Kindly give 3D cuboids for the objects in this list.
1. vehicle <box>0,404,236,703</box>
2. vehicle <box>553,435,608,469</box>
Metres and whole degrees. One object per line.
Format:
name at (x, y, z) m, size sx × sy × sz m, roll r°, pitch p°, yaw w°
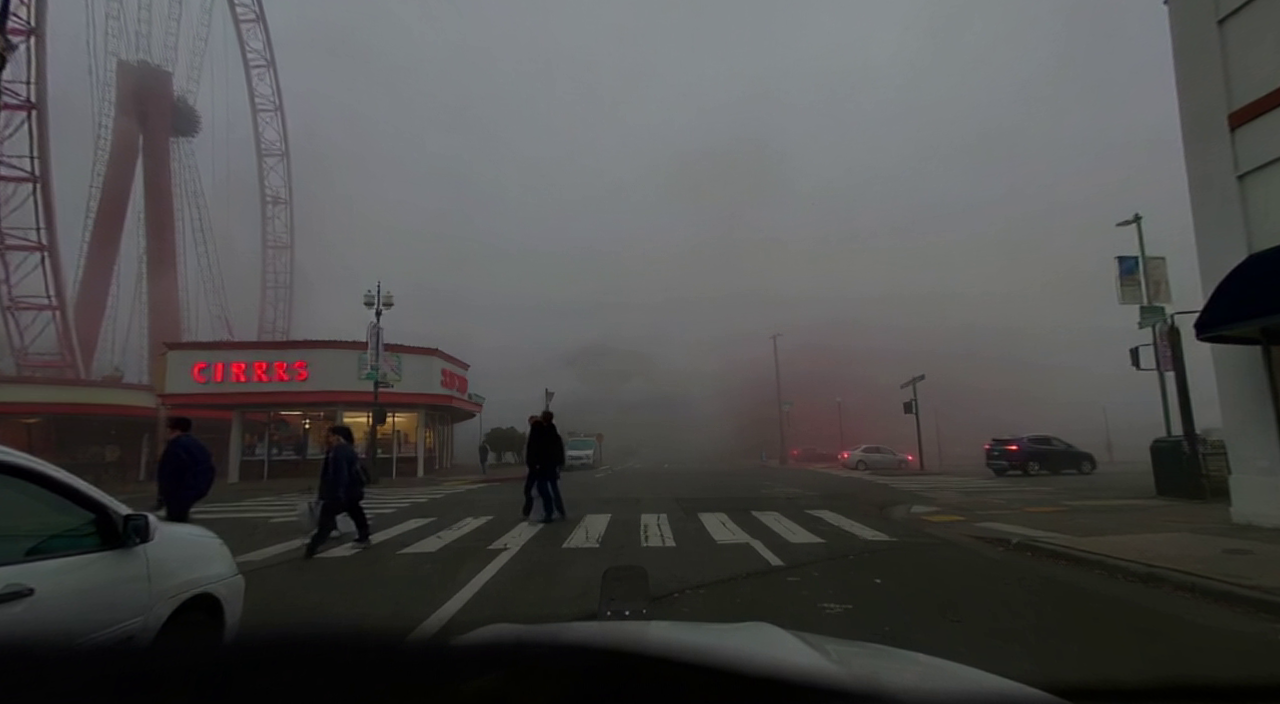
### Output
vehicle at (-3.370, 0.788, 1.180) m, size 1.940 × 1.505 × 4.676 m, roll -1°, pitch -9°, yaw 3°
vehicle at (-3.890, 6.350, 40.259) m, size 2.549 × 2.000 × 5.699 m, roll 2°, pitch -9°, yaw -15°
